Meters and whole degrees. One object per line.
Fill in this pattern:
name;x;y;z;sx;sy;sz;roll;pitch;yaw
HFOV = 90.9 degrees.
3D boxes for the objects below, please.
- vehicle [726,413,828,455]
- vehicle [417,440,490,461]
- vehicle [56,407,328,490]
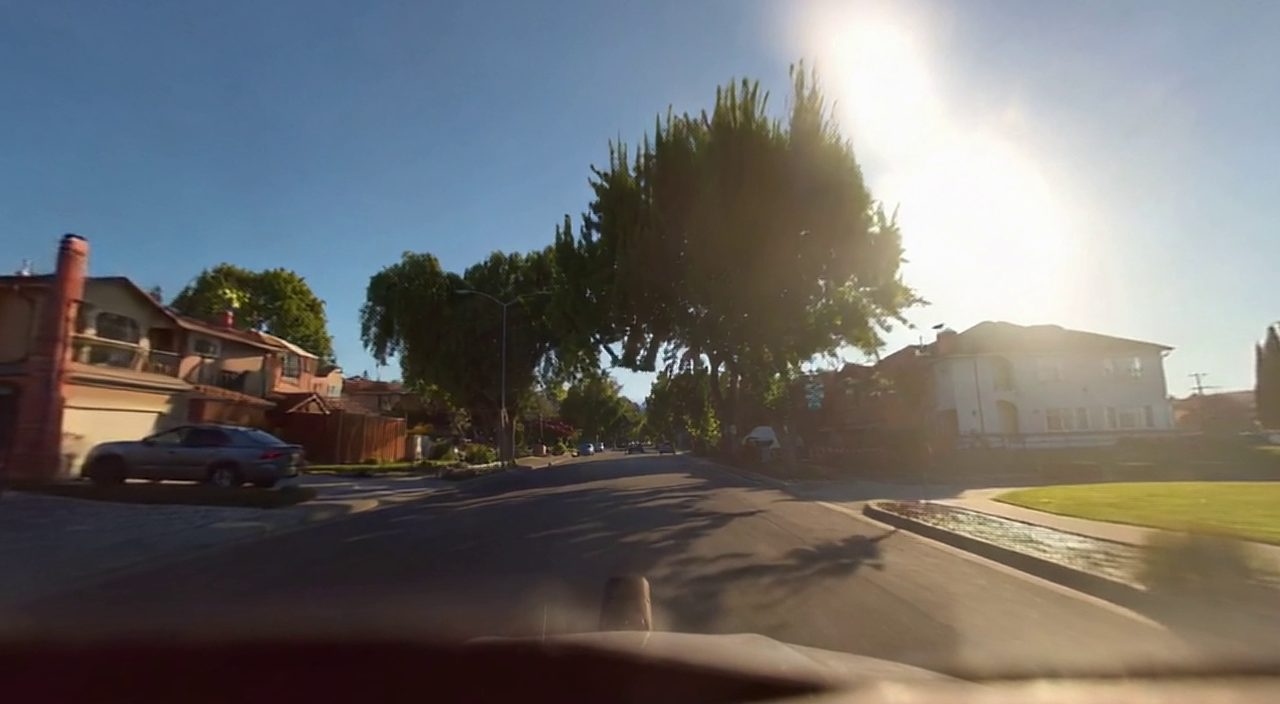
vehicle;10.697;6.462;49.611;7.362;3.227;2.674;0;-8;-2
vehicle;-13.816;7.322;46.899;4.764;1.514;1.912;0;-8;-1
vehicle;-13.009;2.875;18.790;5.946;2.048;2.595;3;-8;-3
